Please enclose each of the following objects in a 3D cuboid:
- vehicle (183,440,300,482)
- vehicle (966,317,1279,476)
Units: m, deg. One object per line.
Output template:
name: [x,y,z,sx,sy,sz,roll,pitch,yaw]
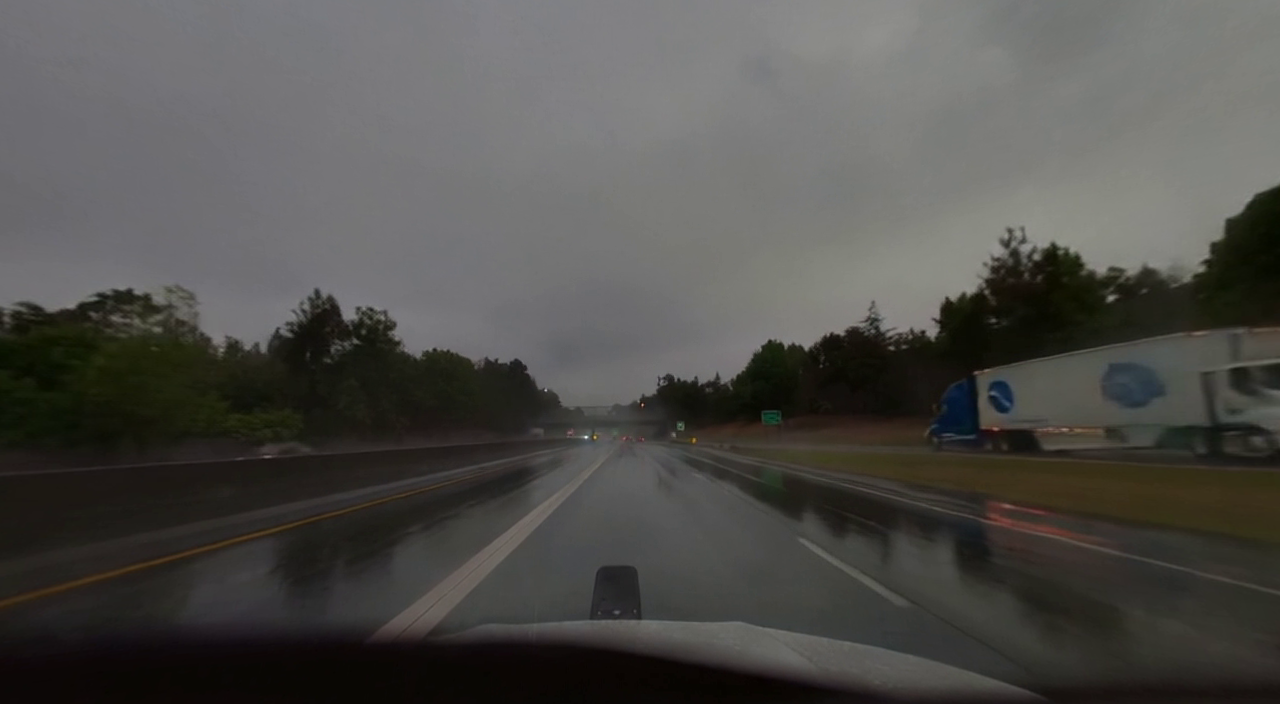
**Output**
vehicle: [-16.479,4.486,26.399,1.892,1.558,4.629,0,-8,-1]
vehicle: [18.124,2.038,23.318,3.442,4.212,13.752,1,-8,-6]
